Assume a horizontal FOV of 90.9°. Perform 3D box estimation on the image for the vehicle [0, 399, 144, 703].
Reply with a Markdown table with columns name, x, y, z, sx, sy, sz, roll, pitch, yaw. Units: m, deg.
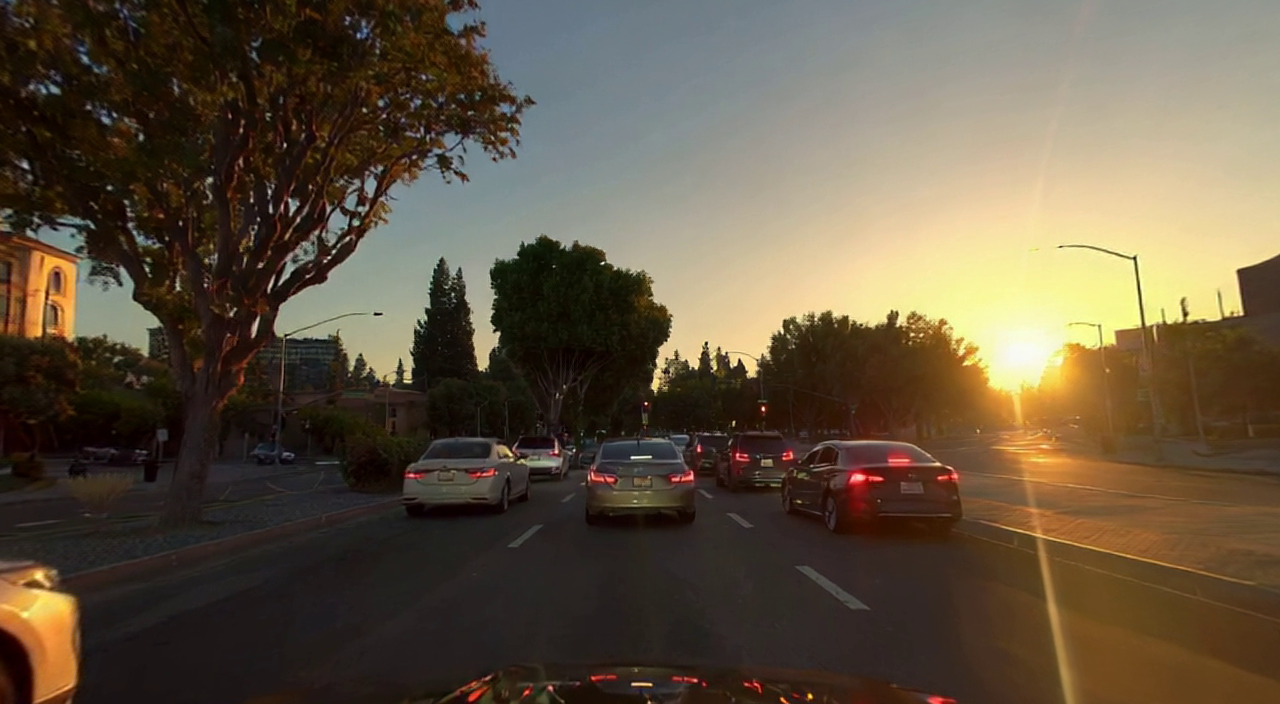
| name | x | y | z | sx | sy | sz | roll | pitch | yaw |
| --- | --- | --- | --- | --- | --- | --- | --- | --- | --- |
| vehicle | -3.361 | 0.686 | 0.676 | 2.038 | 1.481 | 4.379 | 0 | -8 | 1 |

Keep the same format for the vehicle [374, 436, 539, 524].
| name | x | y | z | sx | sy | sz | roll | pitch | yaw |
| --- | --- | --- | --- | --- | --- | --- | --- | --- | --- |
| vehicle | -3.429 | 2.461 | 12.713 | 2.002 | 1.465 | 4.098 | 0 | -8 | 1 |

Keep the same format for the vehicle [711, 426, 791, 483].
| name | x | y | z | sx | sy | sz | roll | pitch | yaw |
| --- | --- | --- | --- | --- | --- | --- | --- | --- | --- |
| vehicle | 4.199 | 3.994 | 24.800 | 2.142 | 1.957 | 5.443 | 0 | -8 | 0 |

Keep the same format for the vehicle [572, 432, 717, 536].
| name | x | y | z | sx | sy | sz | roll | pitch | yaw |
| --- | --- | --- | --- | --- | --- | --- | --- | --- | --- |
| vehicle | 0.010 | 2.215 | 11.202 | 2.101 | 1.480 | 3.929 | 0 | -8 | -2 |

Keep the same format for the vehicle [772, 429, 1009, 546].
| name | x | y | z | sx | sy | sz | roll | pitch | yaw |
| --- | --- | --- | --- | --- | --- | --- | --- | --- | --- |
| vehicle | 3.739 | 2.094 | 10.483 | 1.990 | 1.486 | 4.431 | 0 | -8 | -2 |
